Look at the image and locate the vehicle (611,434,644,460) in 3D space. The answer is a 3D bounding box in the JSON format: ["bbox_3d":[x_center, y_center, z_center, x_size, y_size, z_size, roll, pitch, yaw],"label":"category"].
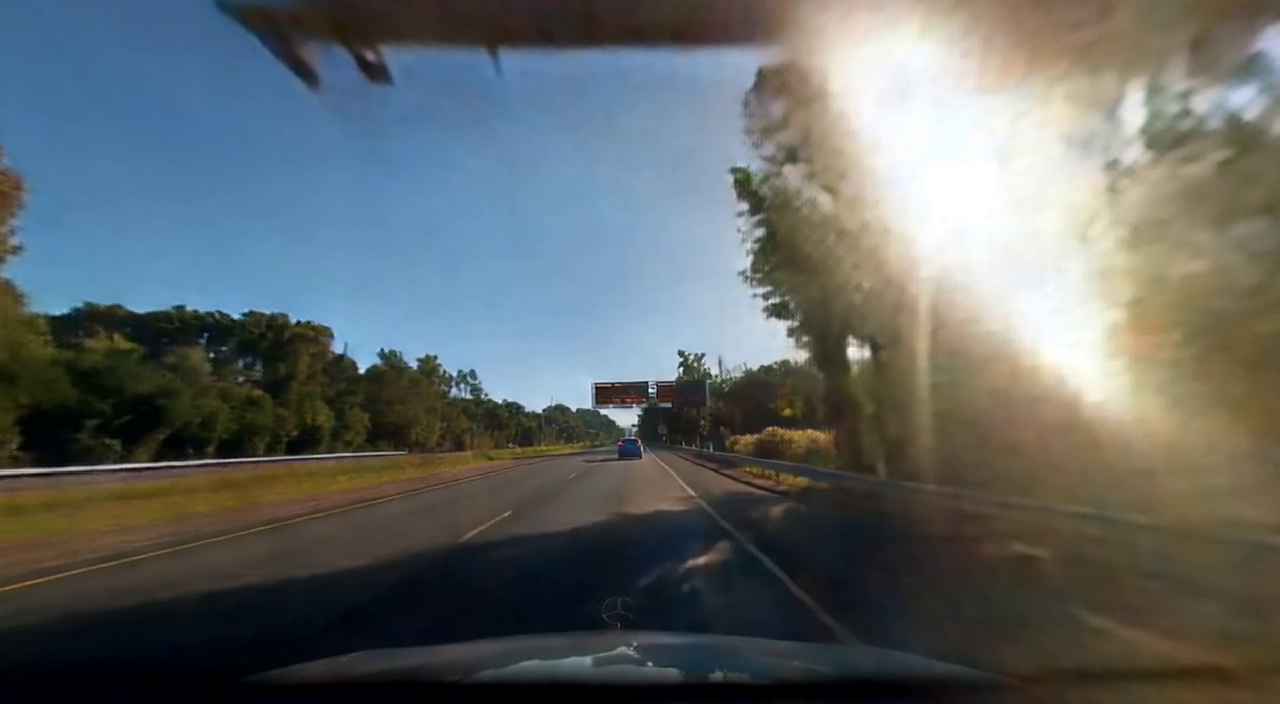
[{"bbox_3d":[-0.846,6.612,44.033,2.180,1.717,4.139,0,-8,-1],"label":"vehicle"}]
